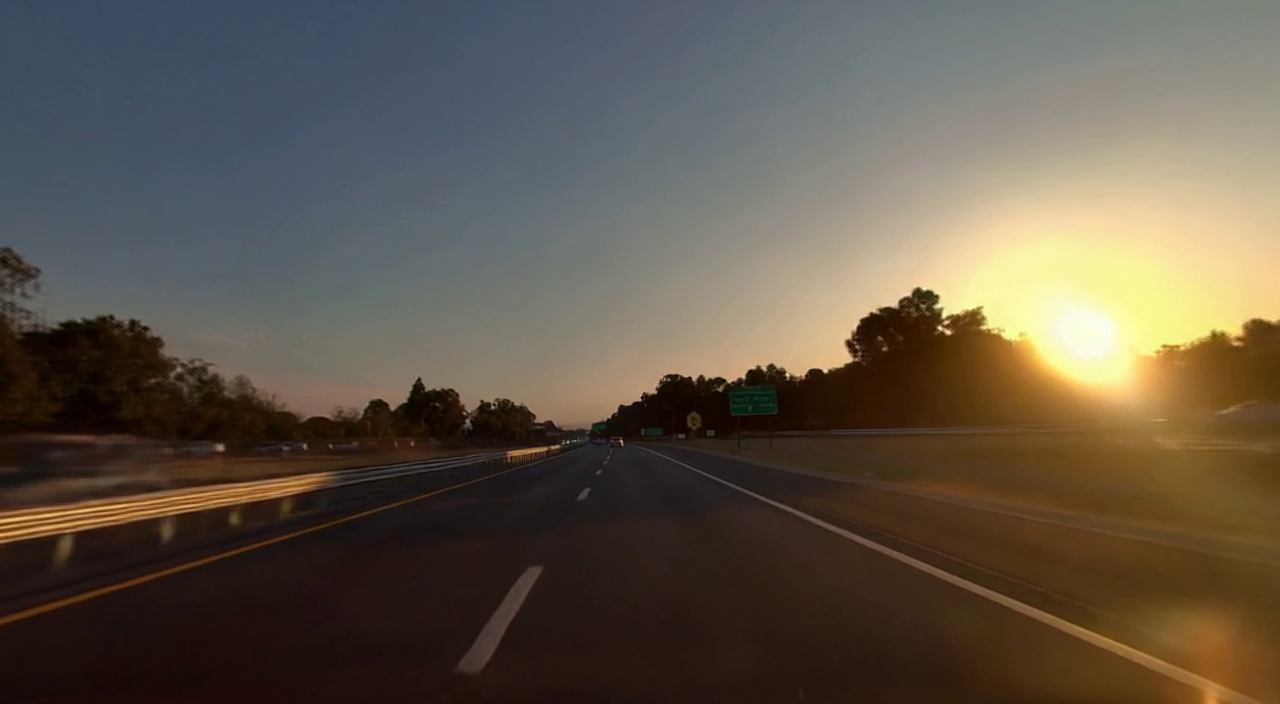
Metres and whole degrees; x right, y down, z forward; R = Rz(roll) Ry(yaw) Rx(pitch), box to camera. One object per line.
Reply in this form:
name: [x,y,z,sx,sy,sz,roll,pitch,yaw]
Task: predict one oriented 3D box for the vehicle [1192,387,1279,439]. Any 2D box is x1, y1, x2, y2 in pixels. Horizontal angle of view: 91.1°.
vehicle: [43.007,4.300,43.322,2.825,3.337,7.900,-2,-8,2]
